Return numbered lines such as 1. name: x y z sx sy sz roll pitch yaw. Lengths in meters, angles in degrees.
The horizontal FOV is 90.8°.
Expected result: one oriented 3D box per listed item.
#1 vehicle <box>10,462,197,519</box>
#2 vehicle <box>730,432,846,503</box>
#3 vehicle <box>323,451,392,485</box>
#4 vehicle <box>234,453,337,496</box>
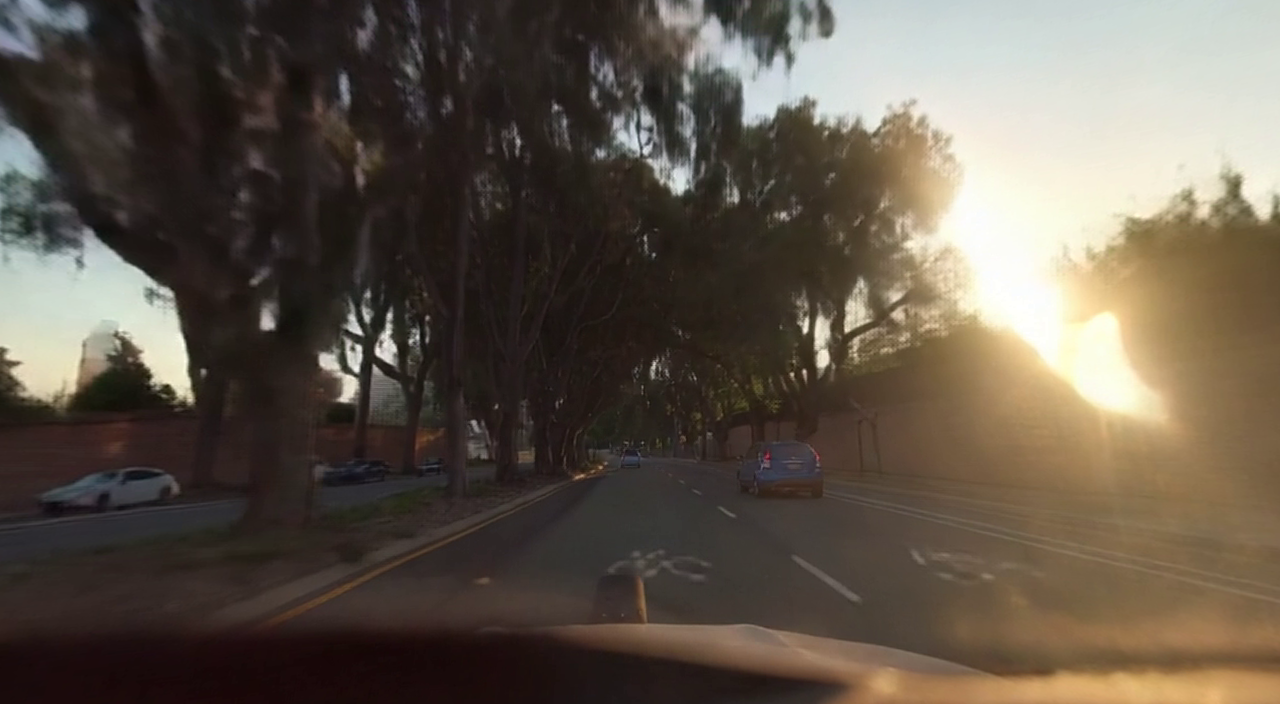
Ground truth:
1. vehicle: -17.507 4.511 21.048 2.071 1.489 4.724 -1 -8 0
2. vehicle: 4.086 3.264 18.318 2.155 1.752 4.456 0 -8 -1
3. vehicle: -17.595 7.235 39.701 2.075 1.909 5.064 0 -8 -1
4. vehicle: -17.323 5.962 31.242 2.096 1.816 5.362 -4 -9 -1
